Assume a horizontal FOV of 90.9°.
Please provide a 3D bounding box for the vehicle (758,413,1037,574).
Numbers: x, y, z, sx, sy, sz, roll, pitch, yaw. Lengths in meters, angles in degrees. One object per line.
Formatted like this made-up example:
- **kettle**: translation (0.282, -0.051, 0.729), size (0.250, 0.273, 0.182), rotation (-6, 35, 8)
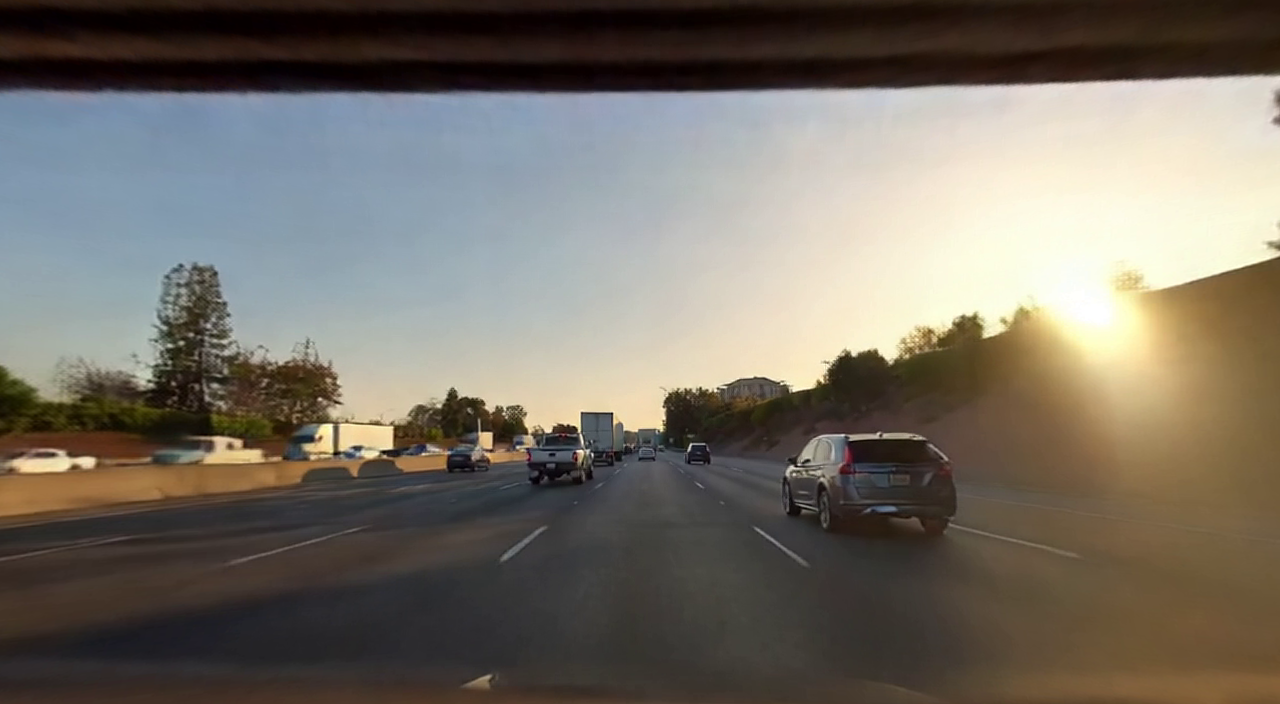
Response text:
- **vehicle**: translation (3.117, 1.816, 8.854), size (2.028, 1.658, 4.334), rotation (0, -9, 0)

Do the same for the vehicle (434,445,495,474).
- **vehicle**: translation (-9.707, 5.982, 35.279), size (1.981, 1.495, 4.834), rotation (0, -9, 1)

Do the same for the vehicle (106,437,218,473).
- **vehicle**: translation (-21.393, 4.626, 28.447), size (2.145, 1.512, 3.656), rotation (0, -9, 0)

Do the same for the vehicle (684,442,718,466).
- **vehicle**: translation (4.494, 7.602, 46.963), size (2.026, 1.661, 3.865), rotation (0, -9, -1)

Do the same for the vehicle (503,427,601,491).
- **vehicle**: translation (-3.043, 3.952, 23.691), size (2.645, 2.023, 6.491), rotation (-1, -9, 1)
